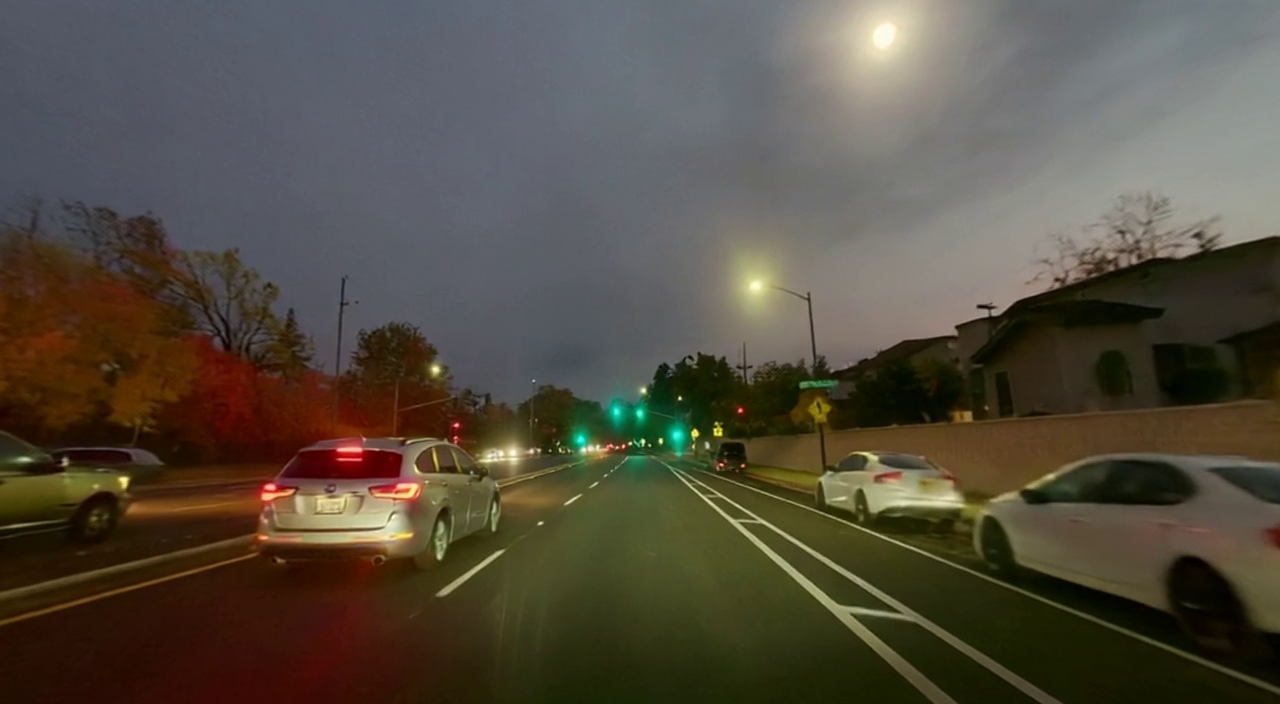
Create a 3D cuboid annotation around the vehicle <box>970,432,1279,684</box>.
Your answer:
[{"bbox_3d":[4.786,1.425,5.003,1.889,1.491,4.614,0,-9,1],"label":"vehicle"}]

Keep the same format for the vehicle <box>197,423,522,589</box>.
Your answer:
[{"bbox_3d":[-2.978,1.738,8.011,1.982,1.478,4.465,0,-9,1],"label":"vehicle"}]

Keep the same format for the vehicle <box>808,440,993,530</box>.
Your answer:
[{"bbox_3d":[5.030,2.603,12.981,1.900,1.504,4.474,0,-9,0],"label":"vehicle"}]

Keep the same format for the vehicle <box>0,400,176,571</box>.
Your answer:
[{"bbox_3d":[-7.492,1.367,6.526,2.034,1.711,4.512,1,-9,-3],"label":"vehicle"}]

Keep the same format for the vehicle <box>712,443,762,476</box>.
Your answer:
[{"bbox_3d":[4.864,5.446,32.177,1.955,1.499,4.536,0,-9,2],"label":"vehicle"}]
